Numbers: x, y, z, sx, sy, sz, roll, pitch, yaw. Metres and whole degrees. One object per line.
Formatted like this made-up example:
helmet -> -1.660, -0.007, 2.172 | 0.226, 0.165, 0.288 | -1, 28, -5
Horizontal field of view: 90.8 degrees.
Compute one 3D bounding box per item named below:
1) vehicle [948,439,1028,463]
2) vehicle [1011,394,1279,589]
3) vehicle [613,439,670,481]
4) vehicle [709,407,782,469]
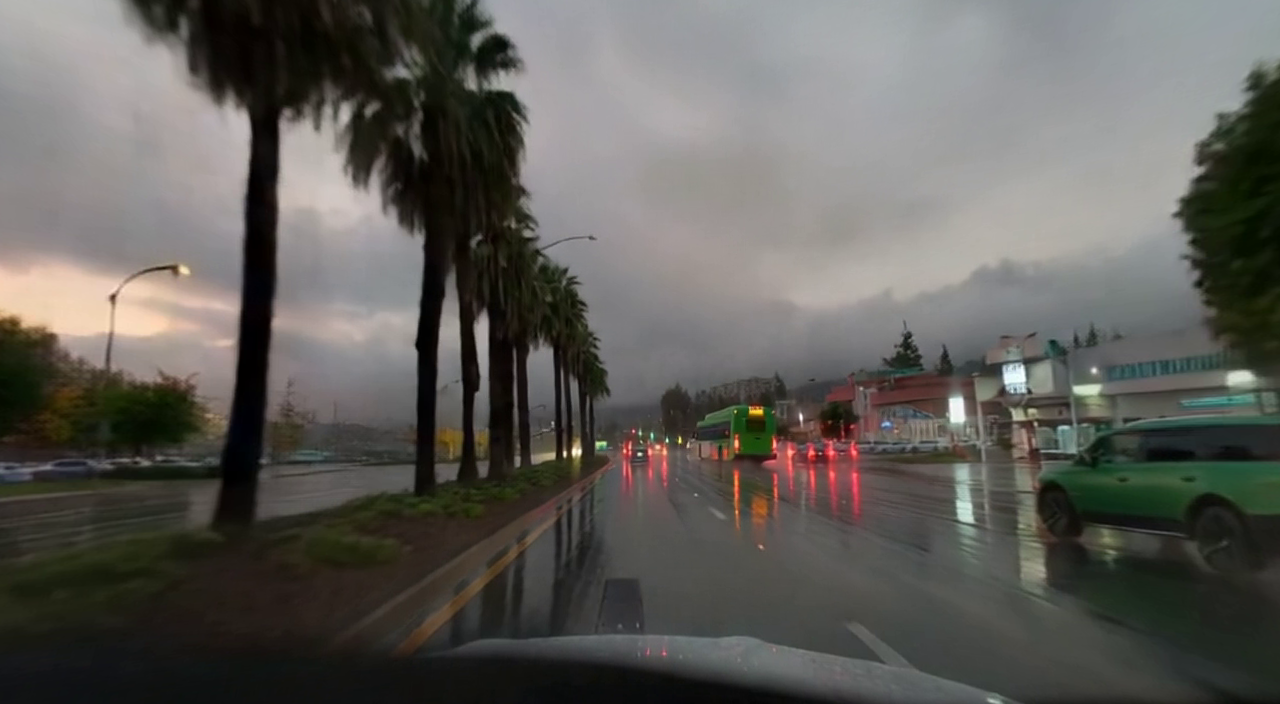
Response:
vehicle -> 23.079, 6.611, 42.000 | 4.229, 1.428, 1.883 | 1, -9, 0
vehicle -> 6.567, 1.495, 7.268 | 2.031, 1.670, 4.154 | 0, -9, 0
vehicle -> 0.016, 4.234, 24.960 | 2.065, 1.477, 4.306 | 0, -9, -1
vehicle -> 6.350, 5.460, 39.559 | 2.795, 3.383, 9.287 | 0, -9, -1
